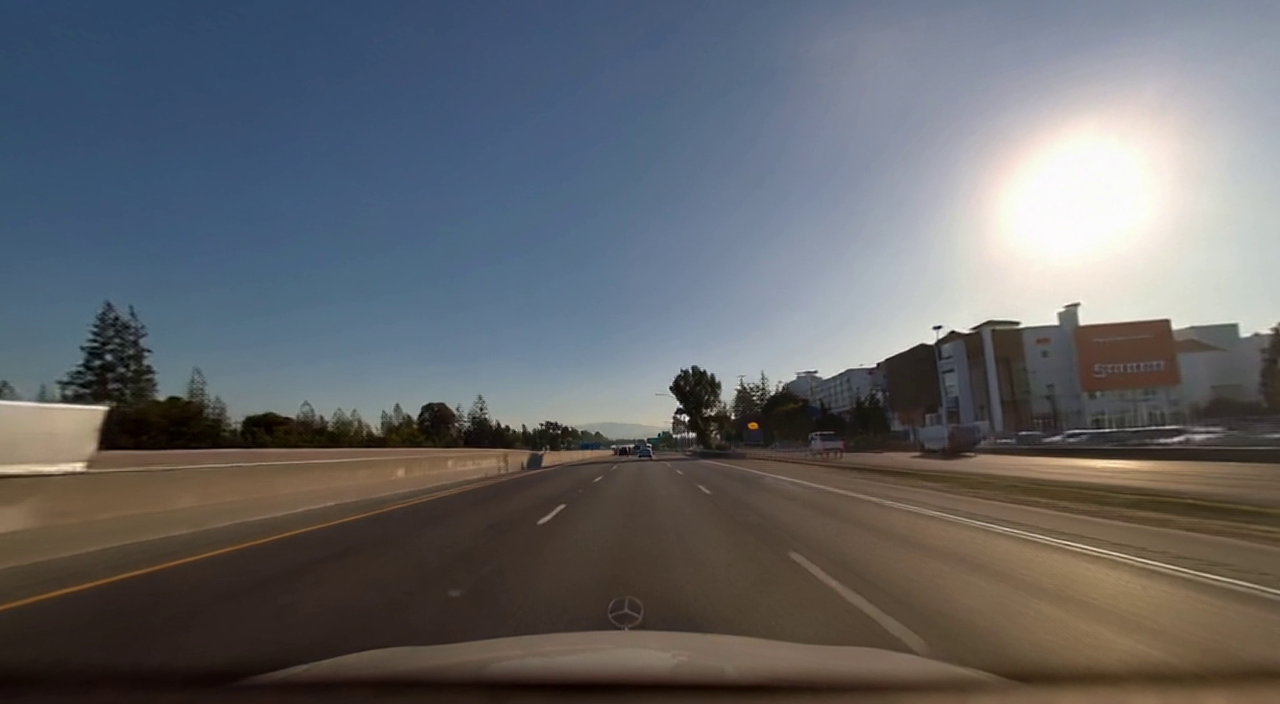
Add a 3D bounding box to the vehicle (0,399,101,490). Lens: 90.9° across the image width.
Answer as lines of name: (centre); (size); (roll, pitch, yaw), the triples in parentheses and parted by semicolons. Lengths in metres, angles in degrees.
vehicle: (-31.163, 3.861, 26.272); (2.914, 4.195, 16.498); (0, -8, 0)
